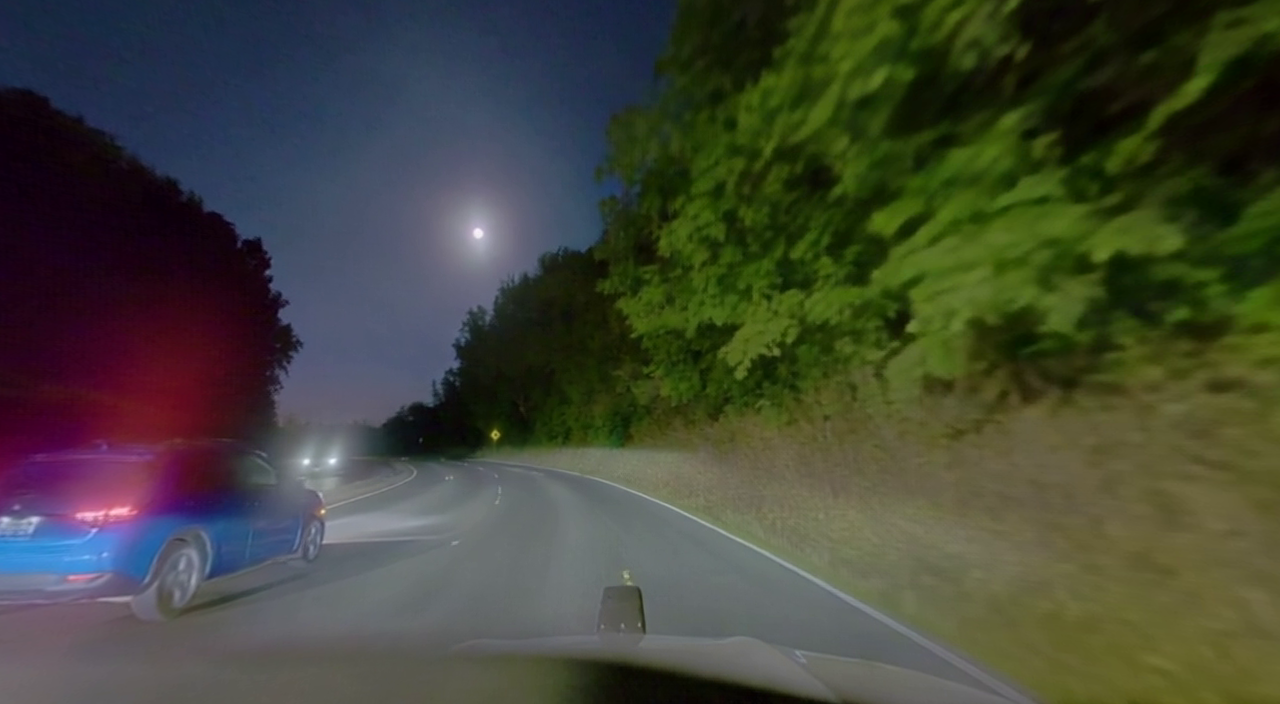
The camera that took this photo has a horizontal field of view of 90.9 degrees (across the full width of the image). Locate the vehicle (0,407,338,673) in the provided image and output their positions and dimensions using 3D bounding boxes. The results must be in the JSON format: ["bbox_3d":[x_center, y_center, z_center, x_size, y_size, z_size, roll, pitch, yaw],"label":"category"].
[{"bbox_3d":[-4.731,1.461,5.839,2.078,1.607,3.959,0,-9,-4],"label":"vehicle"}]
